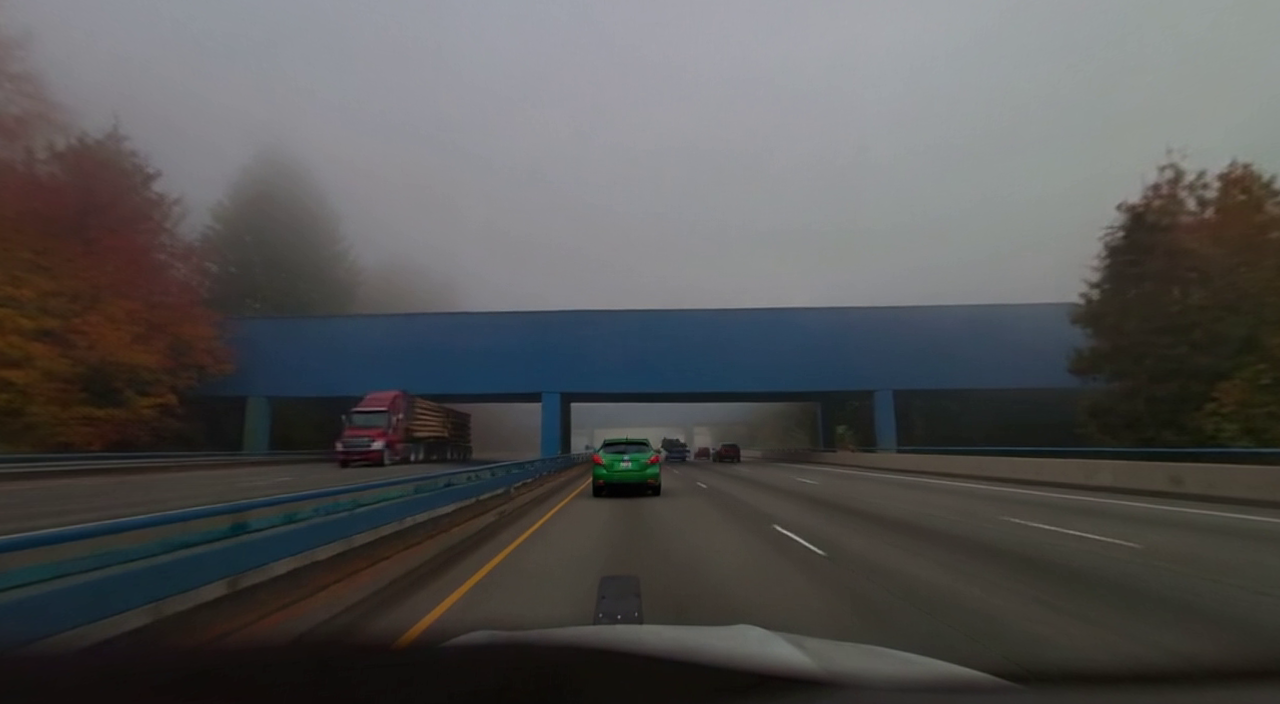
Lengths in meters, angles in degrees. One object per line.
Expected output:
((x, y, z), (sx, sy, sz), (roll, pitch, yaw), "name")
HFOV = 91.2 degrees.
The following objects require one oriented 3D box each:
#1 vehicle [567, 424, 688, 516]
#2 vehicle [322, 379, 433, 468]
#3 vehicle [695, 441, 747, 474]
((-0.235, 2.517, 13.821), (2.259, 1.699, 4.015), (0, -9, 0), "vehicle")
((-13.343, 3.809, 32.553), (3.271, 4.196, 5.696), (0, -9, -1), "vehicle")
((3.913, 5.151, 30.763), (1.894, 1.487, 3.751), (0, -9, -2), "vehicle")
